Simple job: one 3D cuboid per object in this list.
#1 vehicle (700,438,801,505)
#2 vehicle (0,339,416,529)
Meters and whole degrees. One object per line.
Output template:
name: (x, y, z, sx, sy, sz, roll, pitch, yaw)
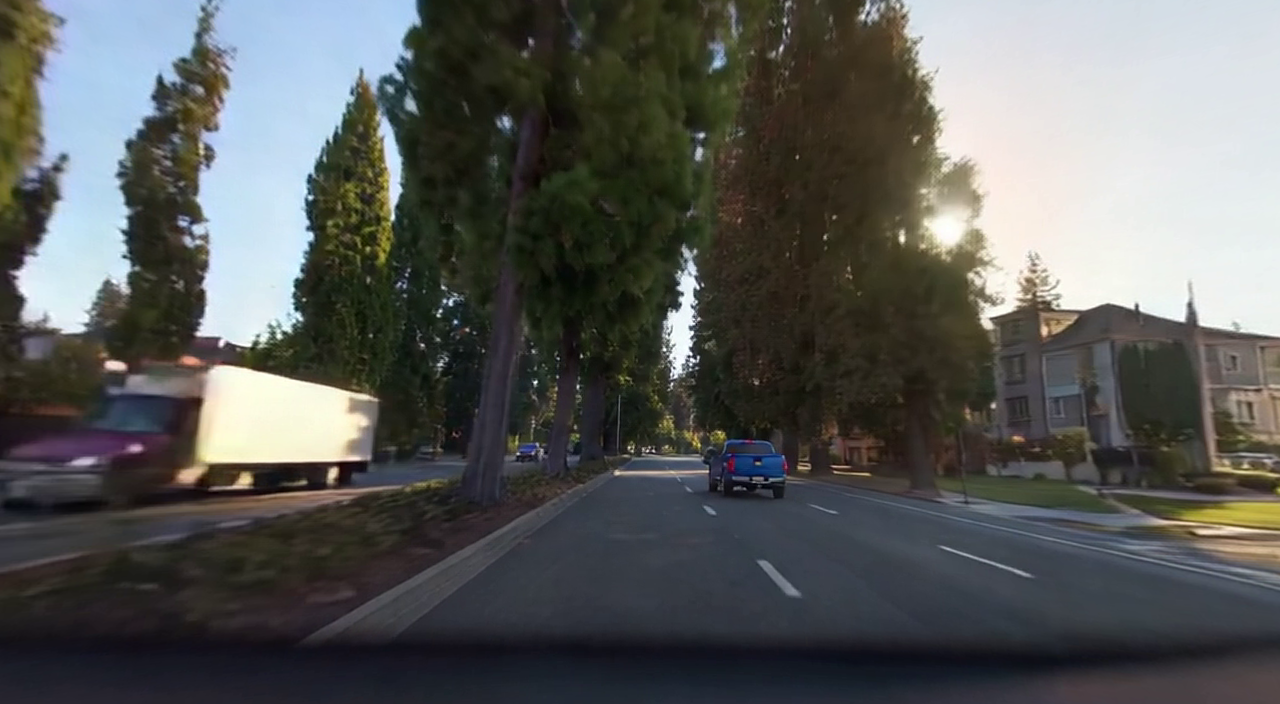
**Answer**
vehicle: (3.065, 3.422, 18.560, 2.108, 1.712, 4.616, 0, -9, -1)
vehicle: (-8.565, 1.962, 14.512, 3.046, 2.782, 10.538, 0, -9, -1)
